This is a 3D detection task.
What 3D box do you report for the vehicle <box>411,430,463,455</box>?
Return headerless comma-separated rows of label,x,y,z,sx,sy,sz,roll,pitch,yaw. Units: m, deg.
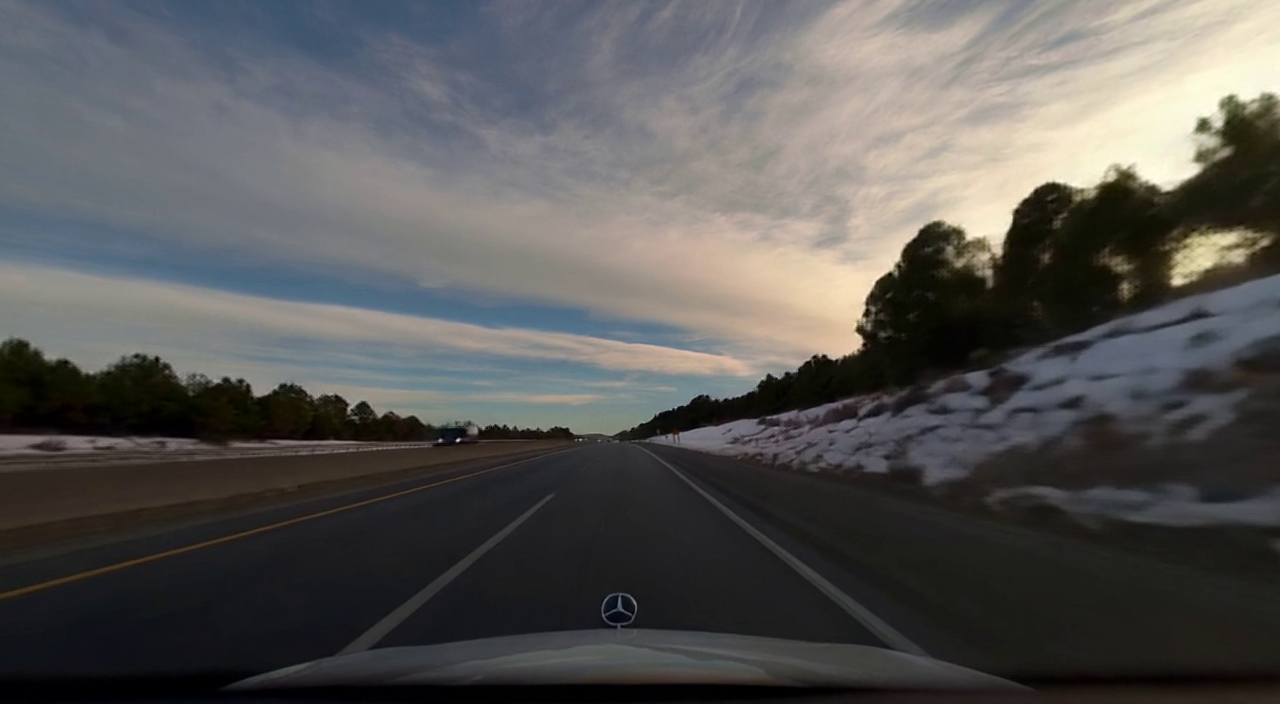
vehicle,-15.375,6.858,47.924,2.449,1.764,4.695,0,-8,-1
